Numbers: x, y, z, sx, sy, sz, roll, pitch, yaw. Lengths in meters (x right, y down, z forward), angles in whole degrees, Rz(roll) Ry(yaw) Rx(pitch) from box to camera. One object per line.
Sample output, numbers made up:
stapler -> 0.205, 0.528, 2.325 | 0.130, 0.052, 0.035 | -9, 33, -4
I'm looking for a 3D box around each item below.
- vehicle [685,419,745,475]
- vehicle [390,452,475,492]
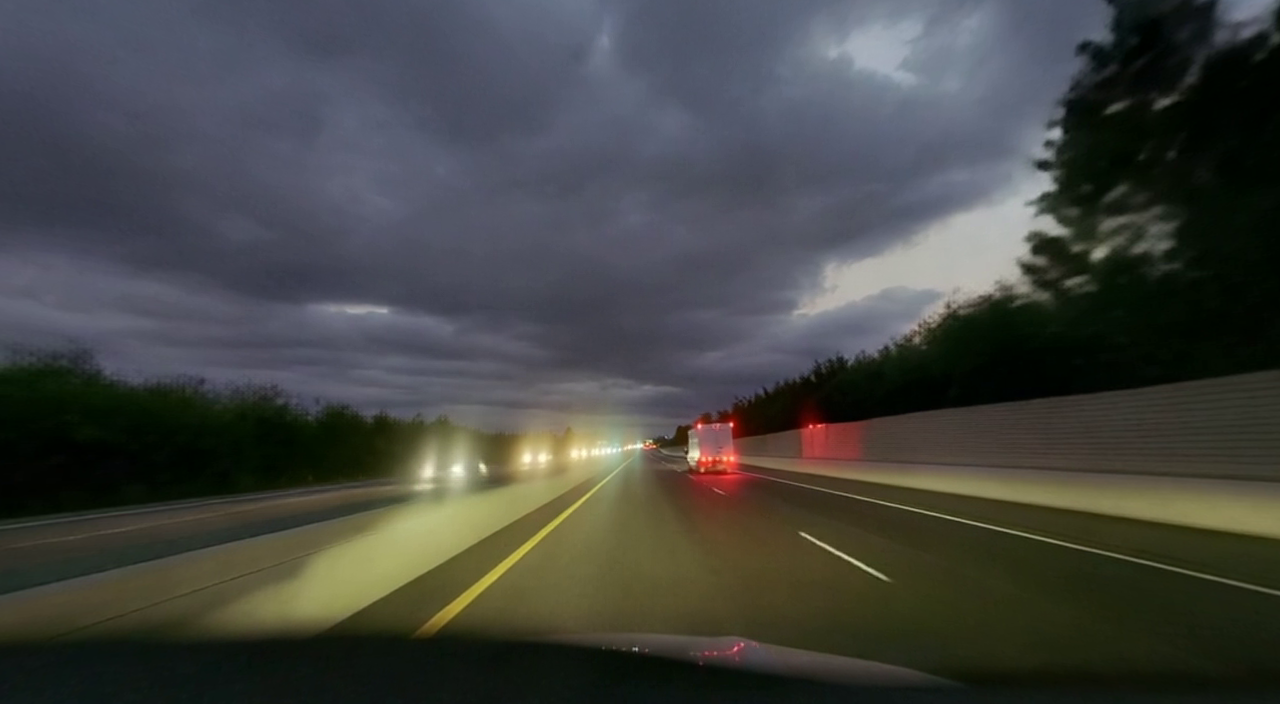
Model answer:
vehicle -> 4.043, 5.356, 35.372 | 2.449, 2.805, 6.763 | 0, -9, -1
vehicle -> -8.586, 4.988, 26.487 | 1.976, 1.467, 4.602 | 0, -9, 0
